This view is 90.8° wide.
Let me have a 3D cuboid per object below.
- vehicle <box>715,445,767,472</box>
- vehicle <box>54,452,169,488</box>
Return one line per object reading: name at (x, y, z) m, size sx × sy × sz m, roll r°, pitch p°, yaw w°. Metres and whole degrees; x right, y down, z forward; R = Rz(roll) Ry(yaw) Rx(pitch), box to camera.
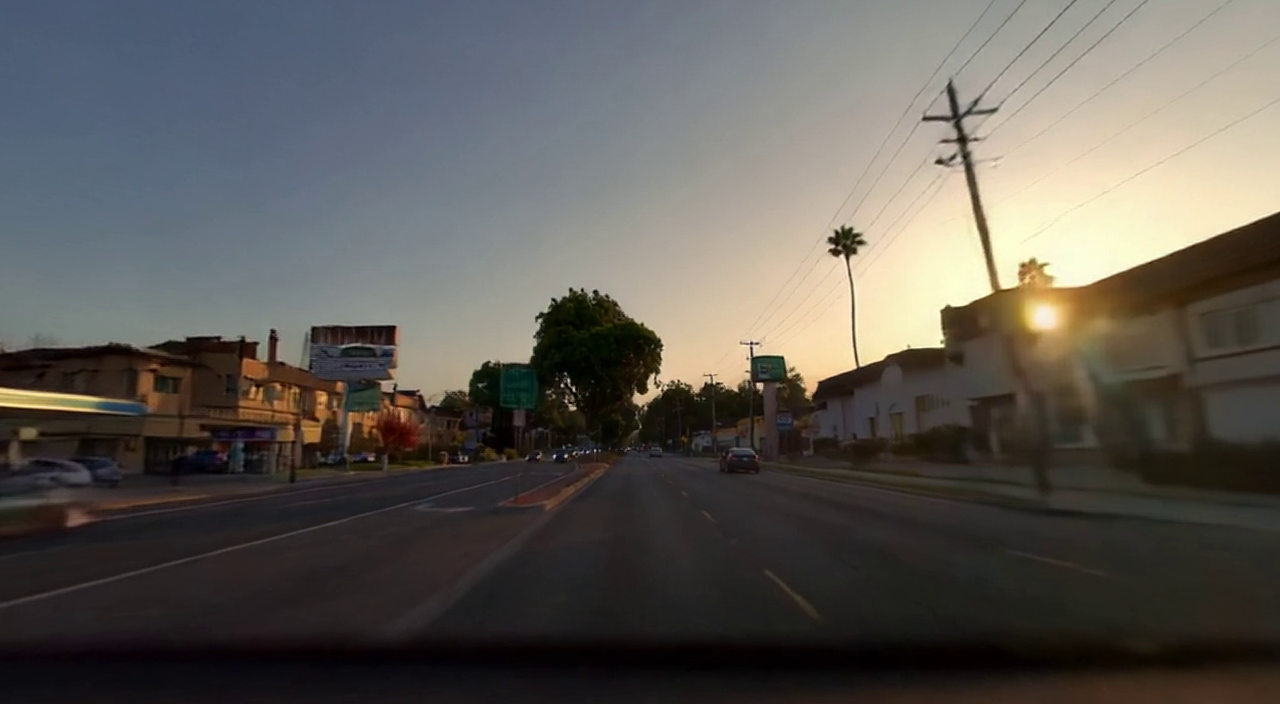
vehicle at (5.952, 6.349, 37.772) m, size 2.261 × 1.479 × 4.403 m, roll 0°, pitch -9°, yaw -2°
vehicle at (-27.758, 6.190, 33.419) m, size 2.113 × 1.684 × 4.498 m, roll -1°, pitch -9°, yaw 1°
